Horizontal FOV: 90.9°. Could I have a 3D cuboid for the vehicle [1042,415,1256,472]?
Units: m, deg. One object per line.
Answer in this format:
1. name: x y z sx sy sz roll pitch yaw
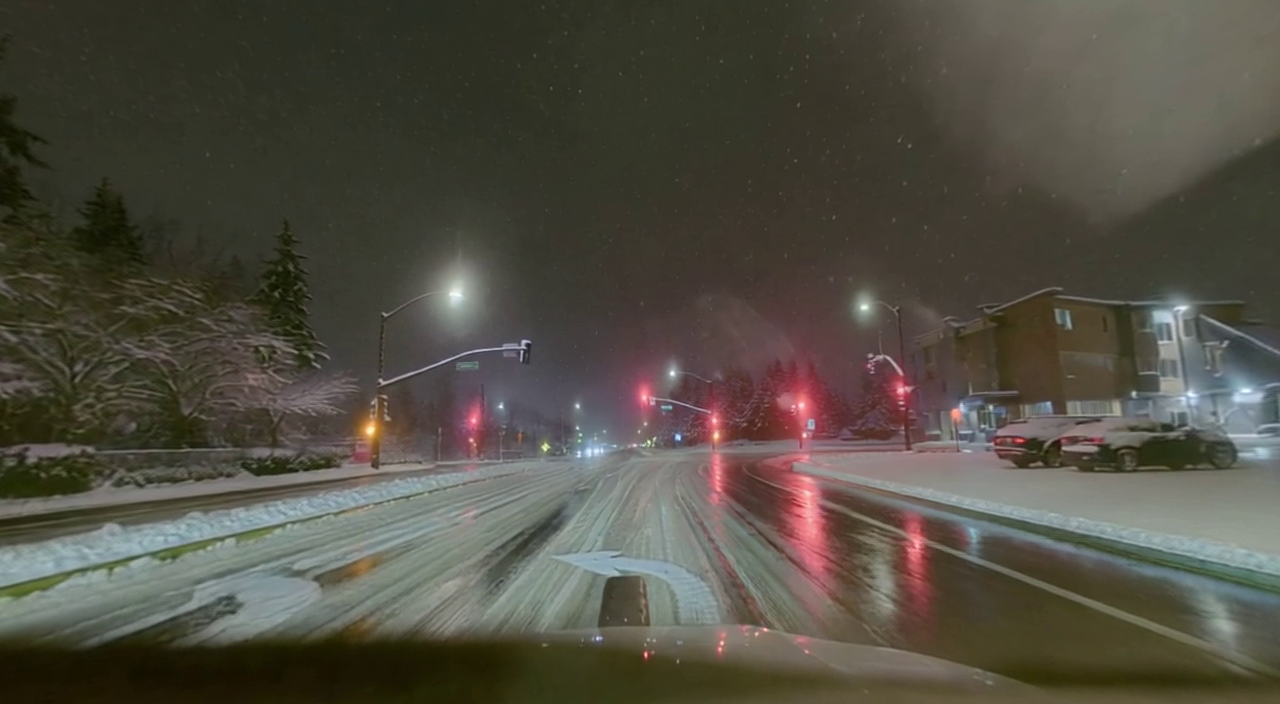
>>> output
1. vehicle: 13.766 2.506 17.249 4.167 1.476 1.871 0 -8 0
